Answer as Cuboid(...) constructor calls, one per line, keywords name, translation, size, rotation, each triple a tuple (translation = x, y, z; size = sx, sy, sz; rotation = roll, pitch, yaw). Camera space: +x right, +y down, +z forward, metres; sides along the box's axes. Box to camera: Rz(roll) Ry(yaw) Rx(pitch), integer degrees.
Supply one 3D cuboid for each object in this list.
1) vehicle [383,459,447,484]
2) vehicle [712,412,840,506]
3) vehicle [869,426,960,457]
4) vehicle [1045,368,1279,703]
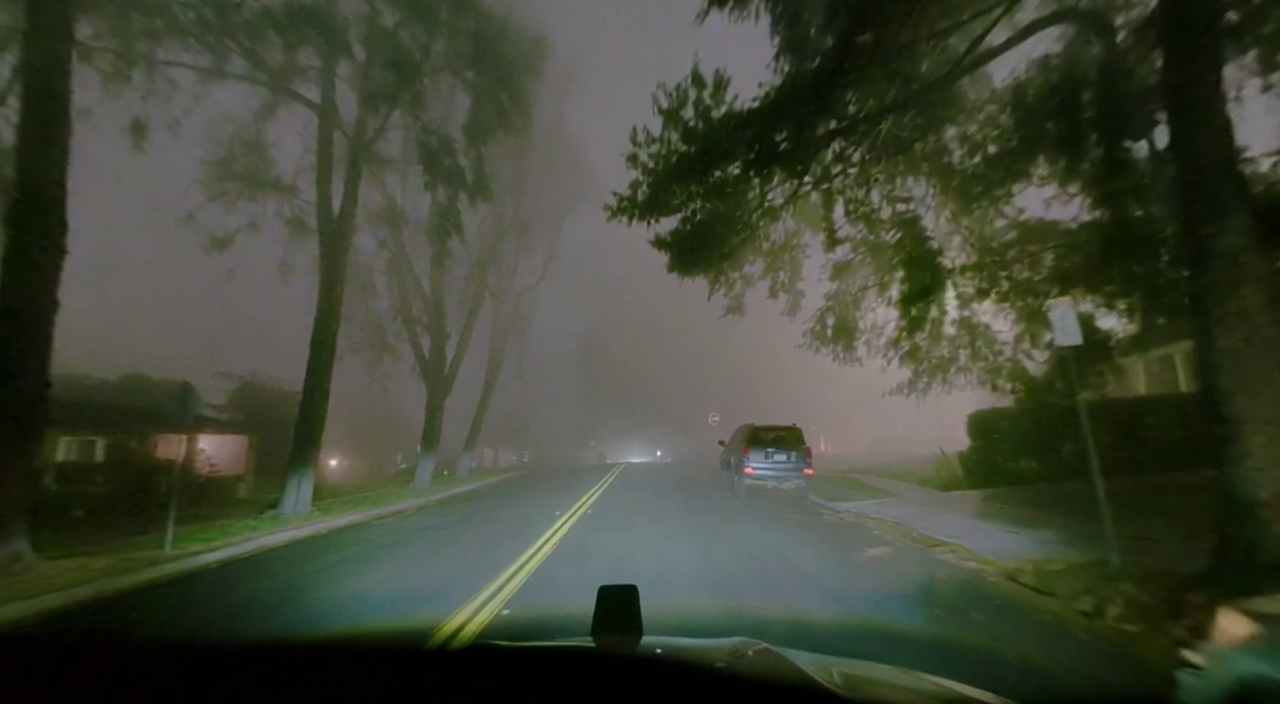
Cuboid(name="vehicle", translation=(-17.509, 9.358, 49.225), size=(4.274, 1.626, 2.093), rotation=(-6, -12, 11))
Cuboid(name="vehicle", translation=(3.015, 2.506, 15.113), size=(2.109, 1.875, 4.488), rotation=(-1, -8, 1))
Cuboid(name="vehicle", translation=(17.666, 5.797, 40.846), size=(4.982, 1.874, 2.133), rotation=(-3, -9, 13))
Cuboid(name="vehicle", translation=(2.878, 0.583, 0.210), size=(1.969, 1.549, 5.038), rotation=(0, -8, -3))
